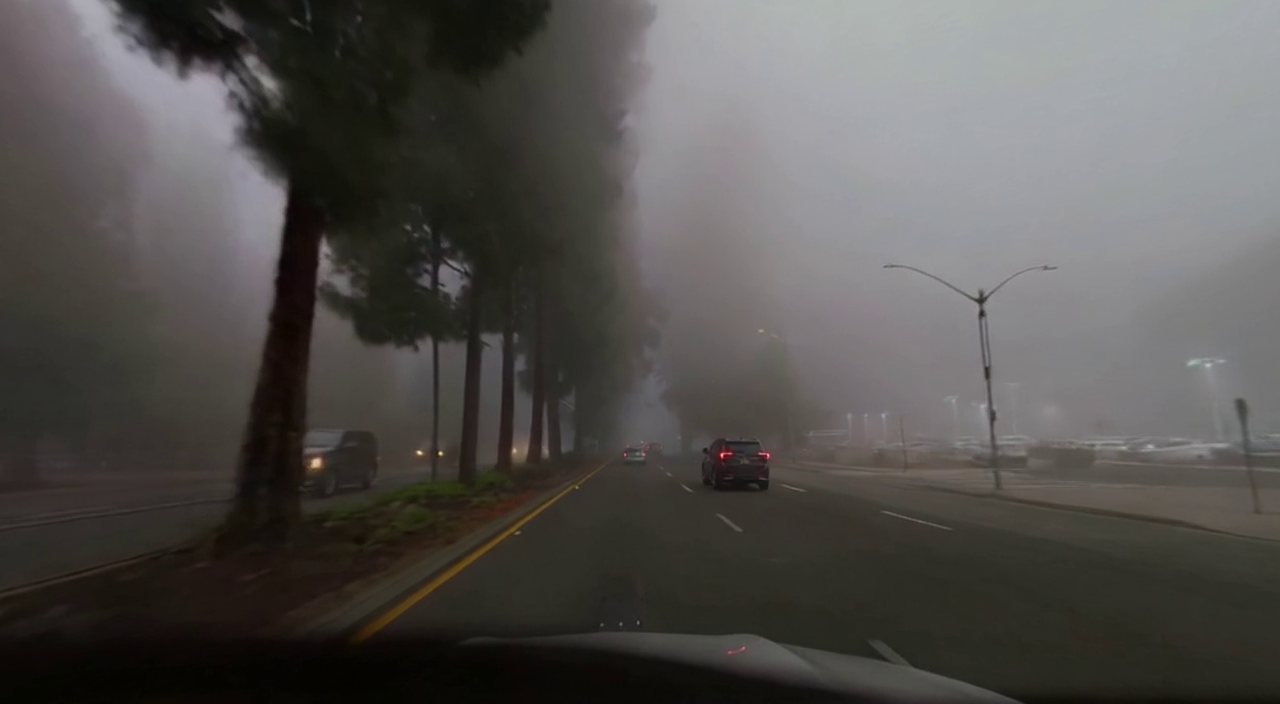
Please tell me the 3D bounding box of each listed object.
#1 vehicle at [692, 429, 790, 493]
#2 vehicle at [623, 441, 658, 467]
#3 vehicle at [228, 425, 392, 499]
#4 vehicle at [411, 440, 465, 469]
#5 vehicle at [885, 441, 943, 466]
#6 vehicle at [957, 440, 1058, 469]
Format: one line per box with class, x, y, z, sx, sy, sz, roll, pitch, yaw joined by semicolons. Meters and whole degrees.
vehicle;3.079;3.480;20.475;2.235;1.806;4.818;1;-9;-2
vehicle;-0.007;6.527;40.557;2.145;1.572;4.021;0;-9;-1
vehicle;-9.373;3.187;18.574;2.165;1.863;4.880;0;-9;0
vehicle;-12.787;6.522;40.311;1.937;1.737;4.398;0;-9;1
vehicle;19.180;7.114;44.419;1.936;1.659;4.365;1;-9;-3
vehicle;20.584;5.756;35.484;4.475;1.592;1.841;0;-9;-1
